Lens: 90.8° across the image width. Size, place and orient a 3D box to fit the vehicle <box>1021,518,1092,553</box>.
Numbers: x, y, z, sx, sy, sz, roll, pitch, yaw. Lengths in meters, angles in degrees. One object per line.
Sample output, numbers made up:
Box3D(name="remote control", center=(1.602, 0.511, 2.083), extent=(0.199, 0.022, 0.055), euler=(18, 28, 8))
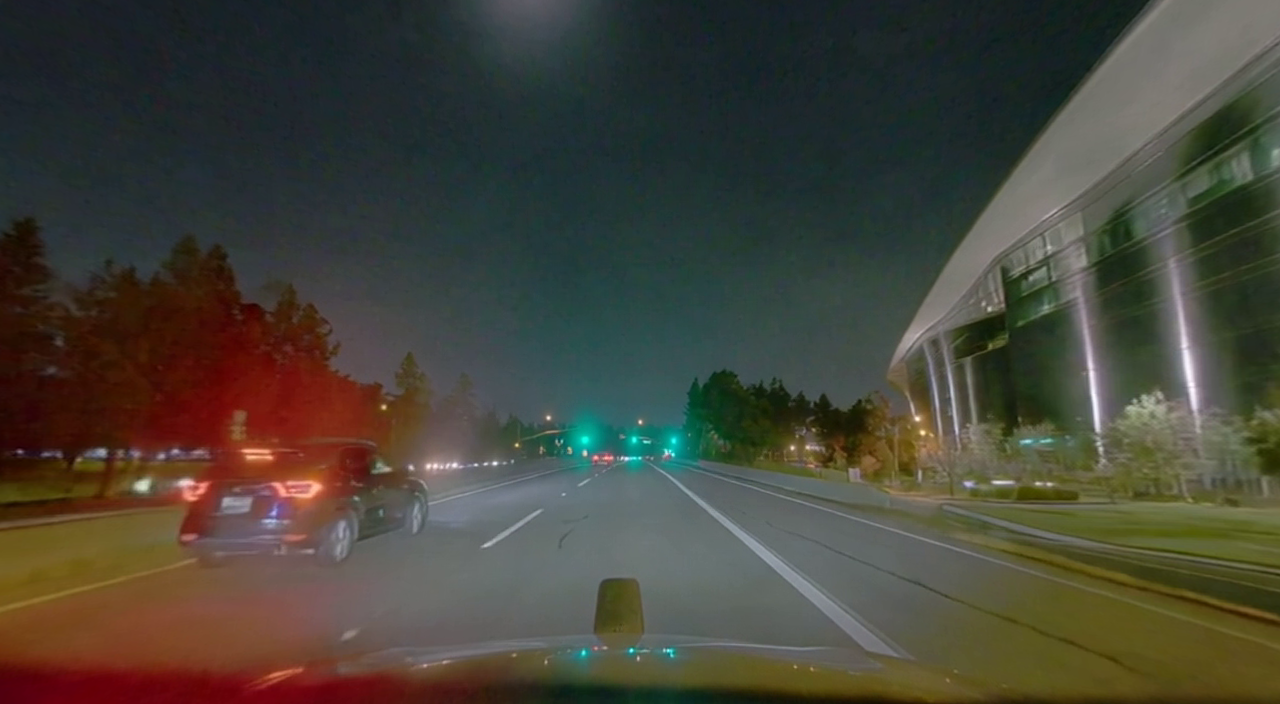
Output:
Box3D(name="vehicle", center=(26.510, 11.672, 40.385), extent=(1.914, 1.715, 3.814), euler=(-1, -10, 2))

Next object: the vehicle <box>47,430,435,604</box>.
Box3D(name="vehicle", center=(-4.341, 1.820, 8.042), extent=(1.936, 1.536, 4.627), euler=(0, -8, 0))

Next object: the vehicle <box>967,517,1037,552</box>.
Box3D(name="vehicle", center=(23.863, 12.035, 41.875), extent=(1.993, 1.688, 4.523), euler=(0, -9, 1))
